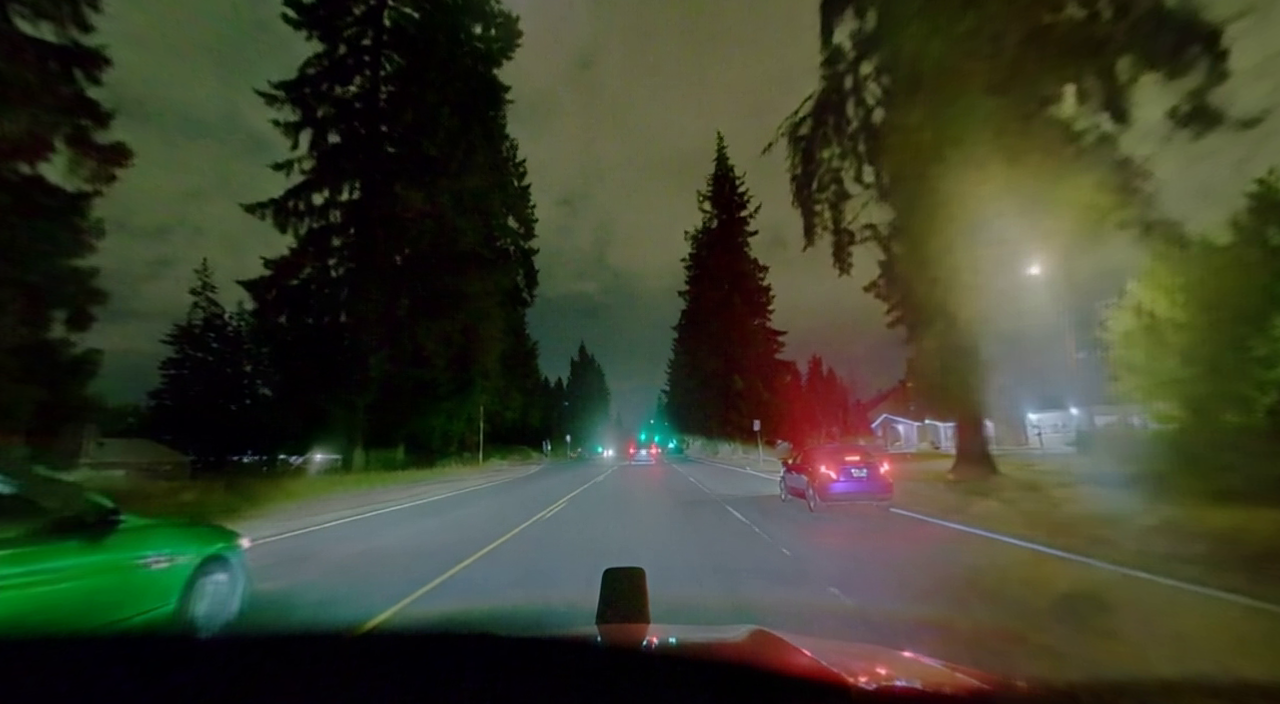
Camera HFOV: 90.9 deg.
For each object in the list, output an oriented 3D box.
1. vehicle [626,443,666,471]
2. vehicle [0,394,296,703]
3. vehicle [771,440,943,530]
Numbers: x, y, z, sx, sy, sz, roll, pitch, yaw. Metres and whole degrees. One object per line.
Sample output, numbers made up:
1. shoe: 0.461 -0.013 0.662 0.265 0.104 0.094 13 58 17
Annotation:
1. vehicle: 0.391 6.209 37.612 2.206 1.525 4.695 -1 -8 1
2. vehicle: -3.738 0.927 2.320 2.162 1.546 4.889 -1 -8 0
3. vehicle: 4.151 2.577 12.967 1.943 1.471 4.515 -1 -8 0
